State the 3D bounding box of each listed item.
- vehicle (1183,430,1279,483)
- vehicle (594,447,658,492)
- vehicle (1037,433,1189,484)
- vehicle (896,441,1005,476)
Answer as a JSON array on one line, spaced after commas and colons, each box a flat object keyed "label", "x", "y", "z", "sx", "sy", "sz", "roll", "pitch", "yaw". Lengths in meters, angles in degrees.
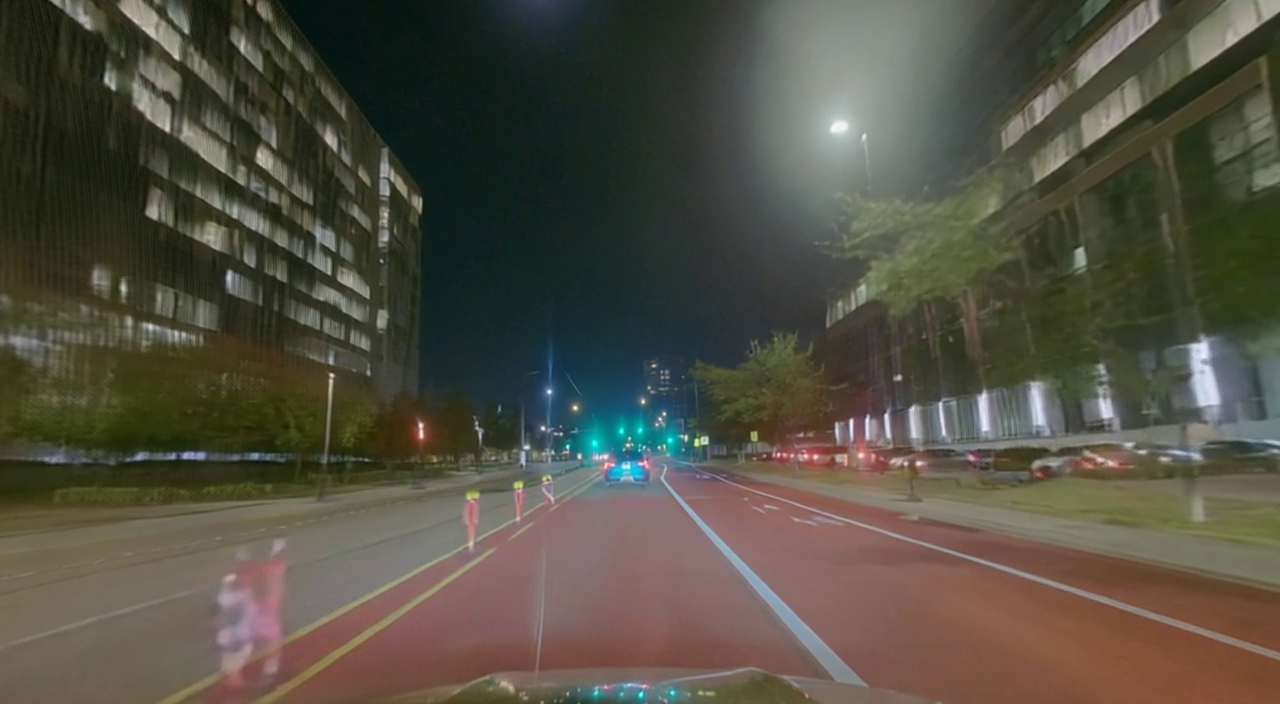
[{"label": "vehicle", "x": 19.728, "y": 3.264, "z": 19.784, "sx": 1.838, "sy": 1.539, "sz": 3.740, "roll": 0, "pitch": -9, "yaw": -4}, {"label": "vehicle", "x": -0.538, "y": 4.119, "z": 22.447, "sx": 2.063, "sy": 1.442, "sz": 4.135, "roll": 0, "pitch": -9, "yaw": -2}, {"label": "vehicle", "x": 15.183, "y": 3.438, "z": 20.522, "sx": 1.913, "sy": 1.470, "sz": 3.714, "roll": 0, "pitch": -9, "yaw": -3}, {"label": "vehicle", "x": 14.360, "y": 4.914, "z": 29.306, "sx": 4.003, "sy": 1.476, "sz": 1.884, "roll": -2, "pitch": -8, "yaw": 2}]
